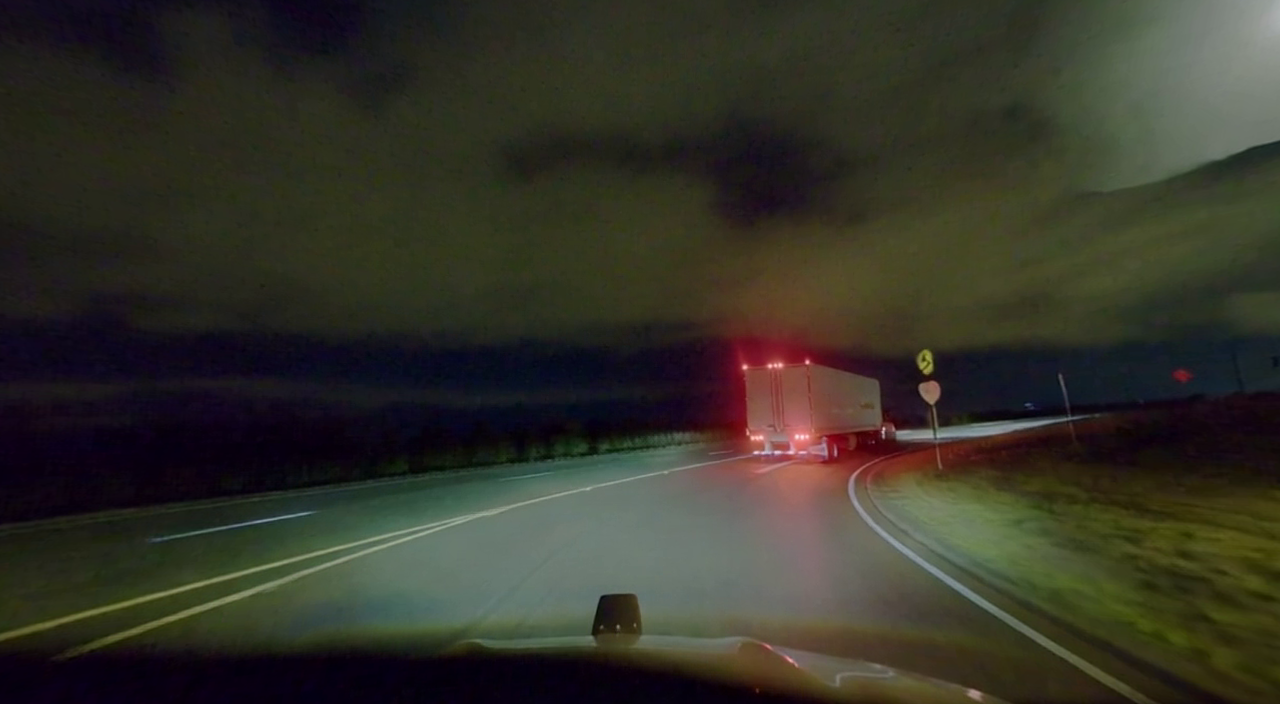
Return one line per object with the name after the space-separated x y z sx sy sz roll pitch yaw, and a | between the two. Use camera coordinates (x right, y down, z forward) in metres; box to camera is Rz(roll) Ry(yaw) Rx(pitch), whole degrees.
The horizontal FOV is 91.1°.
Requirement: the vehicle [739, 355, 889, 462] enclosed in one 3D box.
7.843 2.657 26.960 2.837 3.712 10.484 -6 -10 34 | vehicle
